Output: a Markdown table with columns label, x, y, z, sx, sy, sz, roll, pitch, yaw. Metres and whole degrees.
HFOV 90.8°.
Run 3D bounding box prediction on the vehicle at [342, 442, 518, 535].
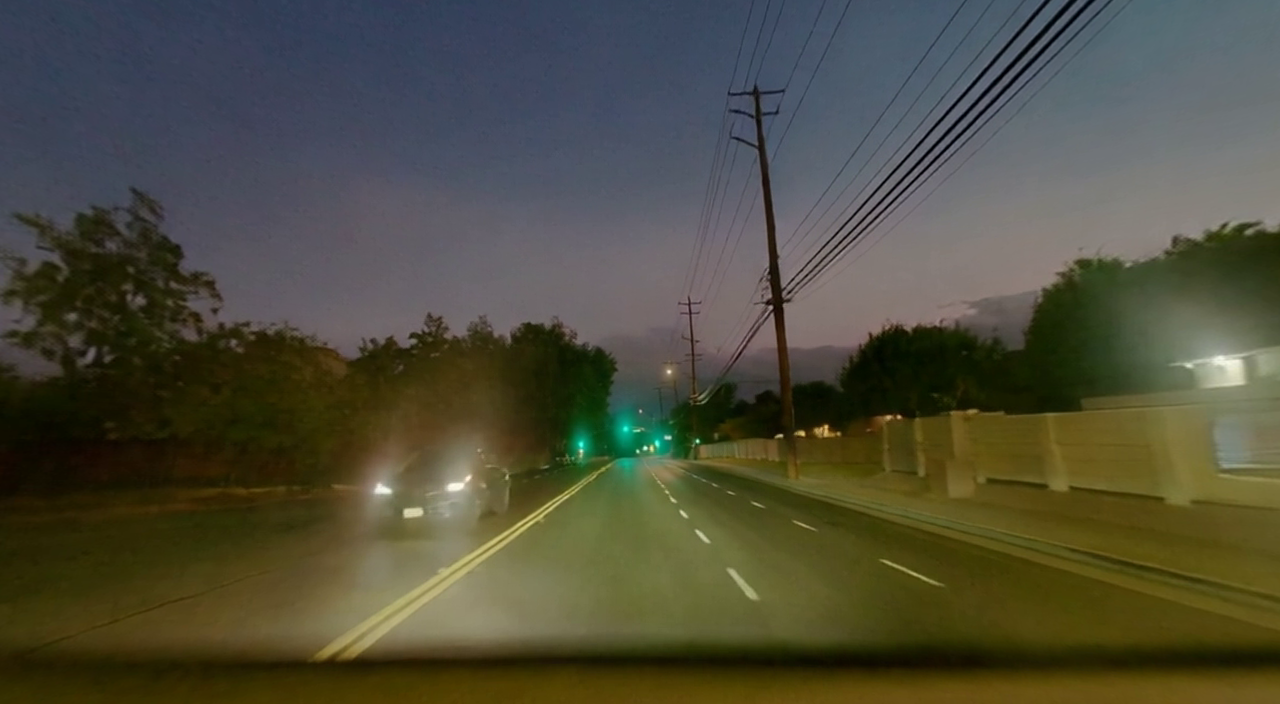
| label | x | y | z | sx | sy | sz | roll | pitch | yaw |
| --- | --- | --- | --- | --- | --- | --- | --- | --- | --- |
| vehicle | -3.882 | 2.582 | 12.589 | 2.074 | 1.511 | 4.126 | 0 | -9 | 0 |
